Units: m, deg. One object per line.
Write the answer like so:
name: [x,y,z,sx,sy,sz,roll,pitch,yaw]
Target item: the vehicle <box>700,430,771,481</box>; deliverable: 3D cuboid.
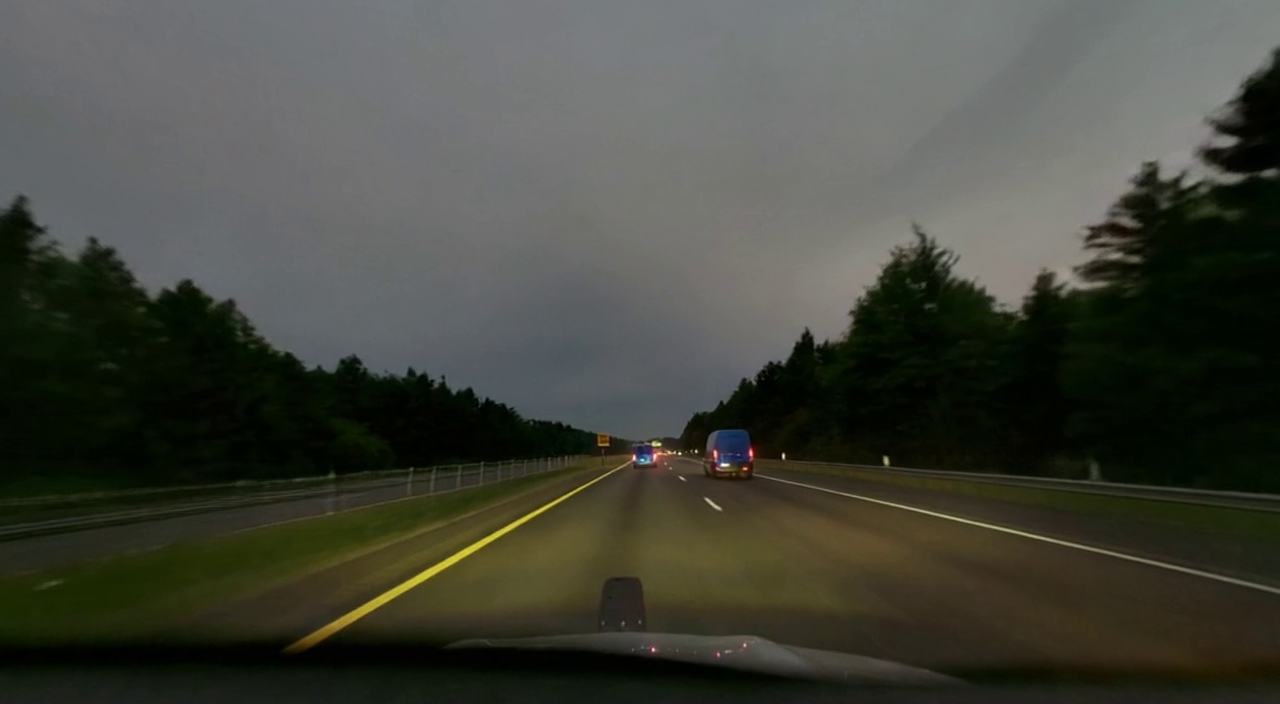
vehicle: [4.194,4.647,28.446,2.371,2.045,4.768,0,-9,-1]
